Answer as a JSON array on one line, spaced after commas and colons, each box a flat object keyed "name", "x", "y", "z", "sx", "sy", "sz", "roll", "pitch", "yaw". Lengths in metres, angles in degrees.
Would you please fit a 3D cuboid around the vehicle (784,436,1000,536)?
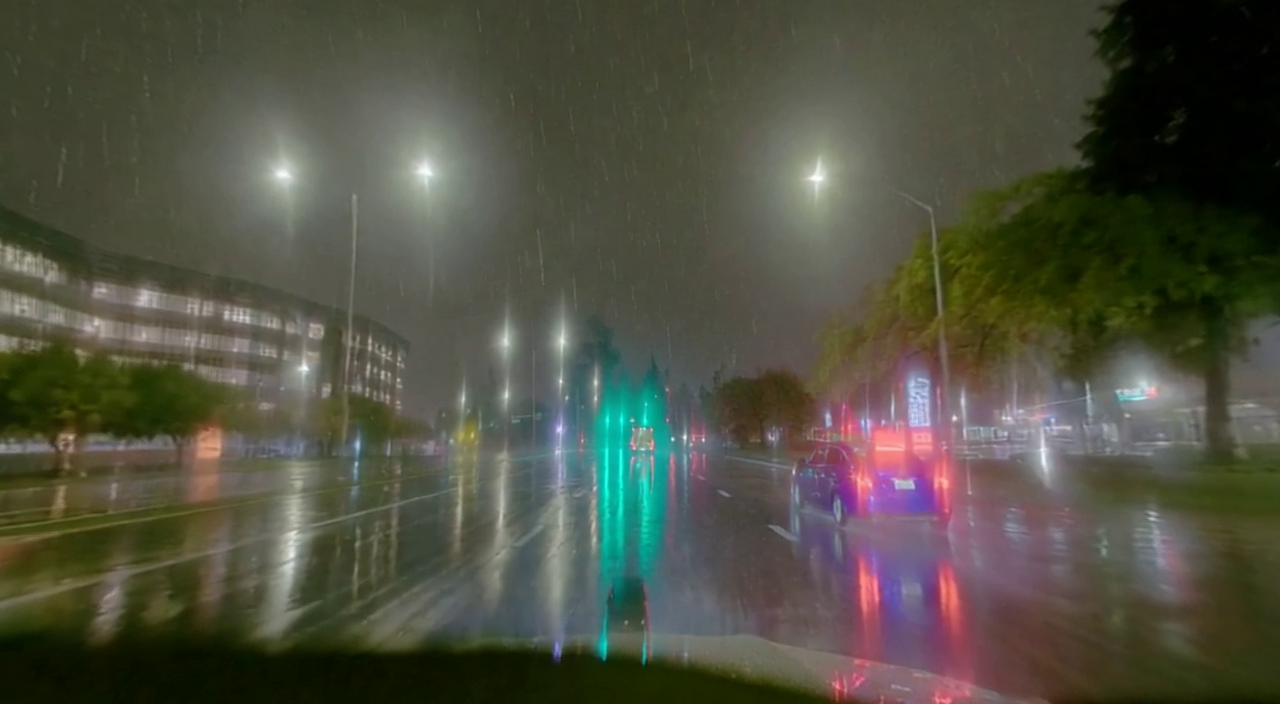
[{"name": "vehicle", "x": 4.227, "y": 2.302, "z": 11.585, "sx": 2.005, "sy": 1.442, "sz": 4.675, "roll": 0, "pitch": -8, "yaw": 0}]
